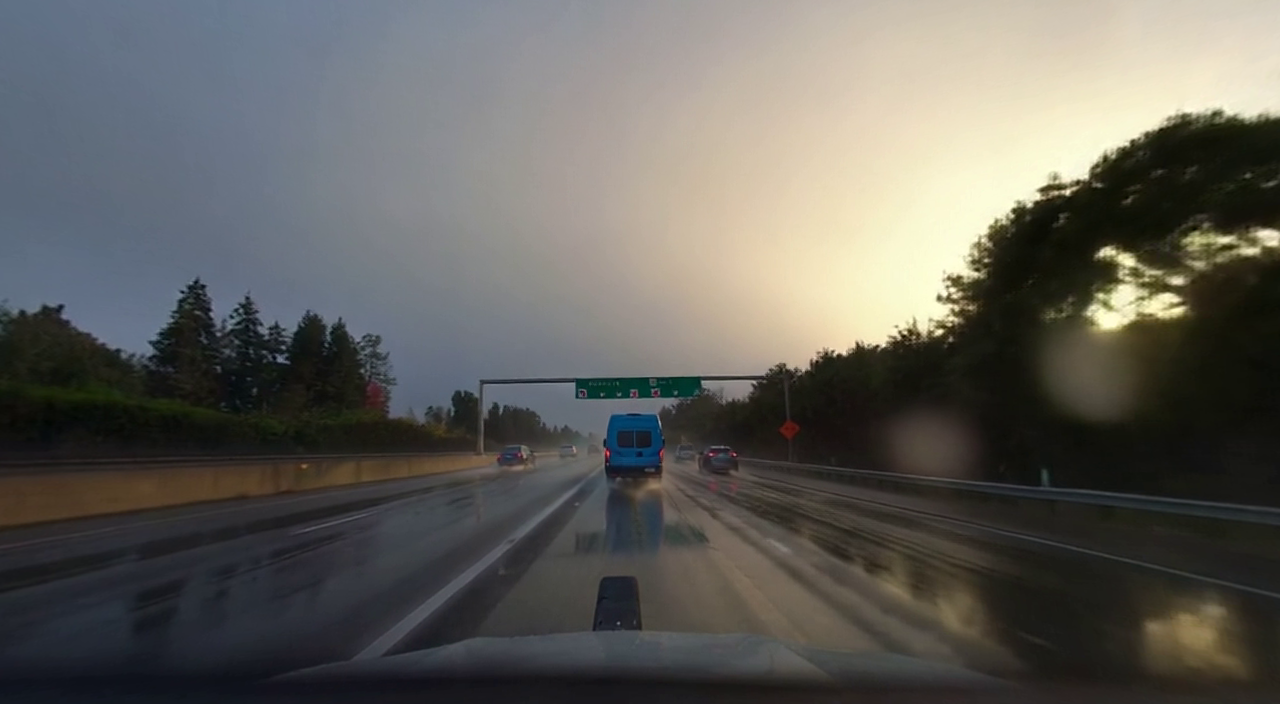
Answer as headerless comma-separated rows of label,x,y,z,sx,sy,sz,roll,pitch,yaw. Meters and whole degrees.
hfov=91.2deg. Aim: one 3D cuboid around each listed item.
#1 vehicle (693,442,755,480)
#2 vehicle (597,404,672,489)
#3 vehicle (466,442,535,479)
vehicle,3.563,4.719,27.410,2.015,1.491,4.732,0,-9,-1
vehicle,-0.232,3.252,21.647,2.268,2.551,5.144,0,-9,-1
vehicle,-6.141,4.838,28.171,2.003,1.498,4.386,-1,-9,1
